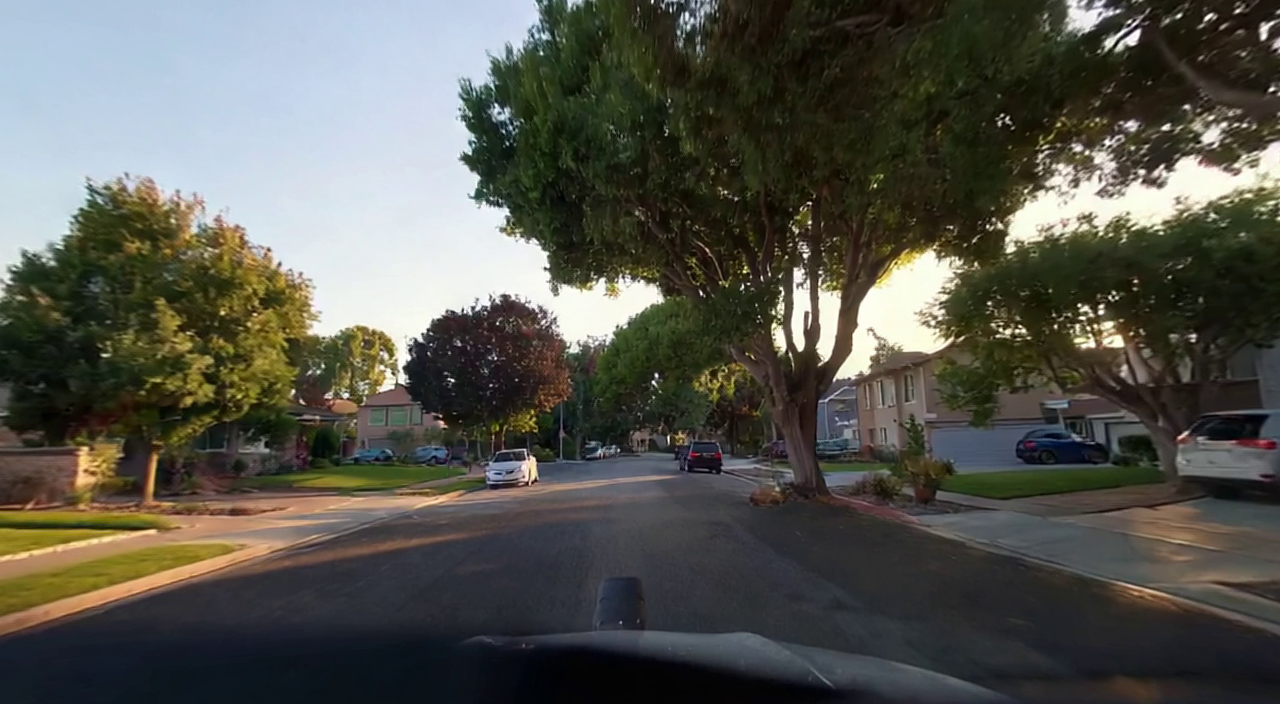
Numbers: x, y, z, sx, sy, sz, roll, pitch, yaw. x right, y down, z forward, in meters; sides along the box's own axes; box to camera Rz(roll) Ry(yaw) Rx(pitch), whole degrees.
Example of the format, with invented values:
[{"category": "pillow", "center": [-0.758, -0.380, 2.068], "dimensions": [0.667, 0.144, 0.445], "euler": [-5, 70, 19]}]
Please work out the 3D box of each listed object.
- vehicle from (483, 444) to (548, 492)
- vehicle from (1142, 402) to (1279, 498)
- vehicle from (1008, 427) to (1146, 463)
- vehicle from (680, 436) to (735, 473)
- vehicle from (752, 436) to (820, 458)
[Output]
[{"category": "vehicle", "center": [-4.677, 4.367, 24.286], "dimensions": [1.981, 1.463, 4.631], "euler": [-1, -7, -5]}, {"category": "vehicle", "center": [12.992, 1.885, 12.312], "dimensions": [4.623, 1.678, 2.078], "euler": [0, -8, -2]}, {"category": "vehicle", "center": [19.007, 4.079, 27.659], "dimensions": [4.484, 1.492, 2.071], "euler": [0, -8, -1]}, {"category": "vehicle", "center": [3.482, 5.447, 33.675], "dimensions": [2.228, 1.813, 4.901], "euler": [0, -8, -2]}, {"category": "vehicle", "center": [11.478, 7.480, 49.857], "dimensions": [4.781, 1.700, 1.914], "euler": [0, -8, -3]}]
